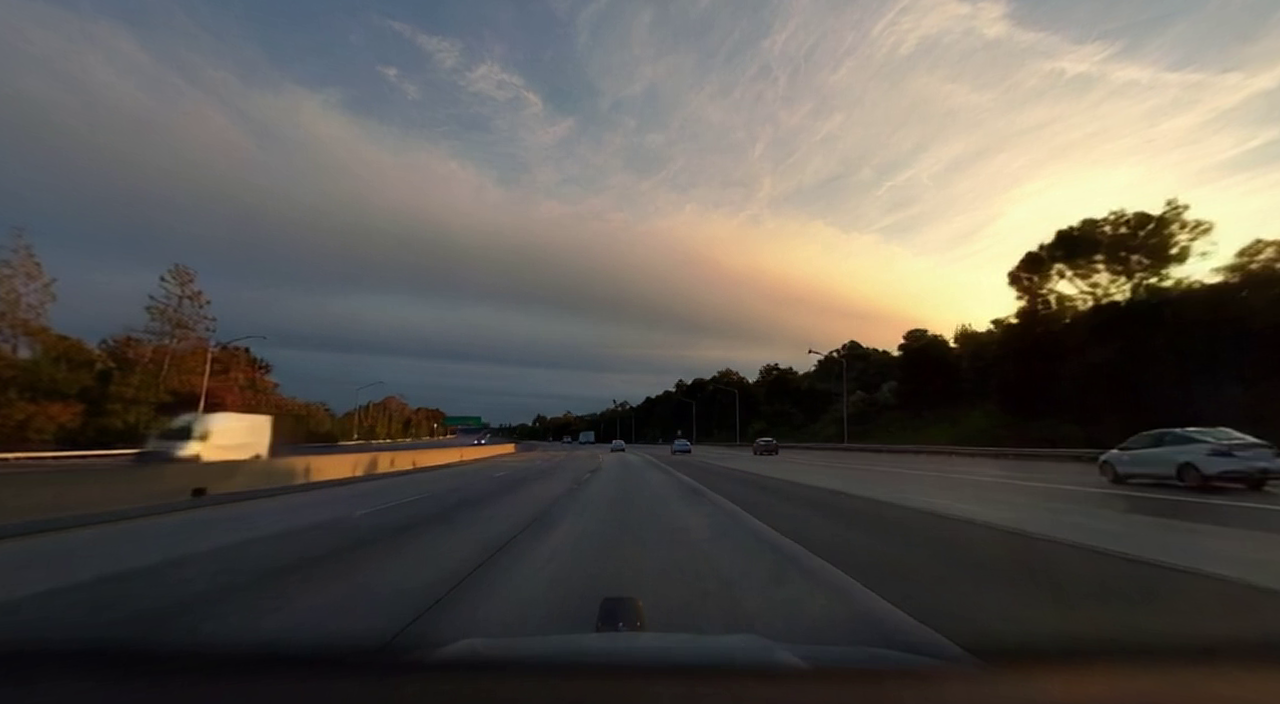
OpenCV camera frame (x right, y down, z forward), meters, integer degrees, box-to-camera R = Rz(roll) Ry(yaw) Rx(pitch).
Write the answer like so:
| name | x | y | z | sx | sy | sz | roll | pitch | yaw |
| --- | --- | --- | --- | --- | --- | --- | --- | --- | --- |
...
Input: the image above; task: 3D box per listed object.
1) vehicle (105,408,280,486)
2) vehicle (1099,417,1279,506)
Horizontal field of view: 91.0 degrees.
| name | x | y | z | sx | sy | sz | roll | pitch | yaw |
| --- | --- | --- | --- | --- | --- | --- | --- | --- | --- |
| vehicle | -16.847 | 3.670 | 24.311 | 2.353 | 2.600 | 5.917 | 0 | -9 | -1 |
| vehicle | 14.205 | 2.603 | 15.202 | 2.107 | 1.803 | 5.385 | 0 | -9 | -1 |
